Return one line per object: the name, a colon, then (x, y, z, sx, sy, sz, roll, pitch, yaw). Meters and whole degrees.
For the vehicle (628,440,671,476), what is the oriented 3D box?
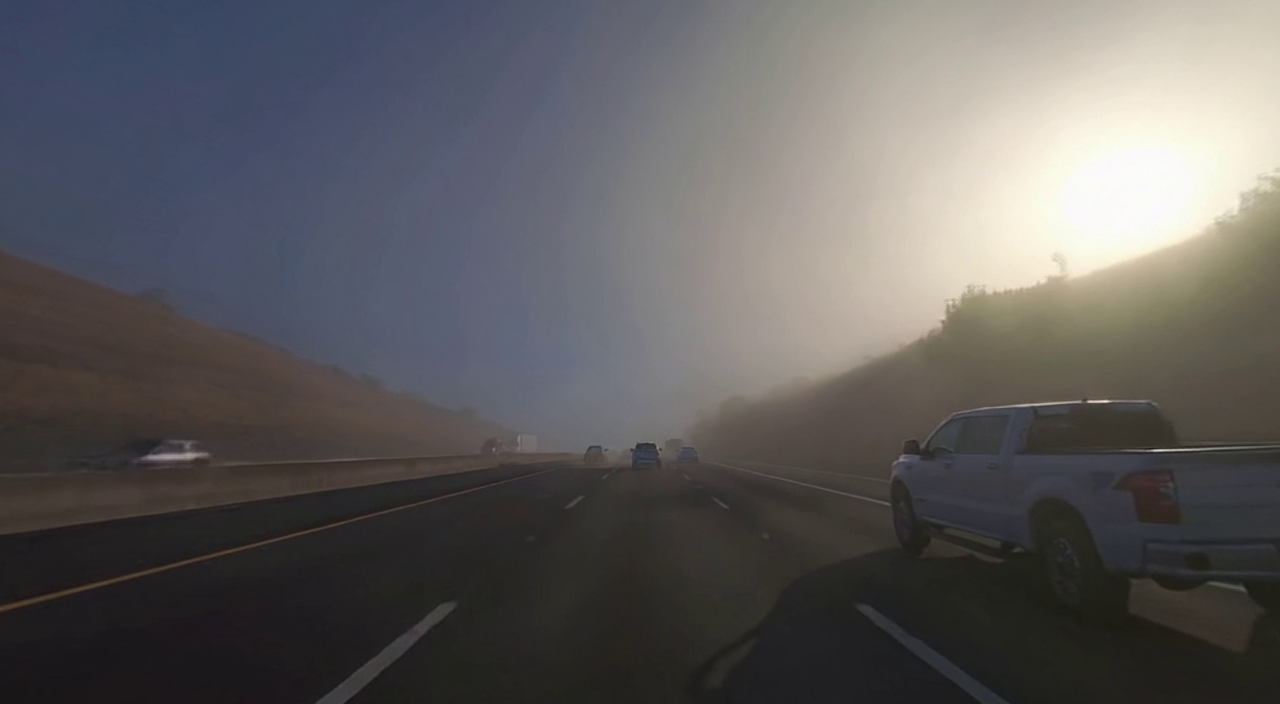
vehicle: (0.438, 5.369, 32.239, 2.086, 1.685, 4.206, 0, -8, 0)

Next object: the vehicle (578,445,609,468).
vehicle: (-3.599, 8.214, 49.853, 2.076, 1.690, 4.113, 0, -9, 1)

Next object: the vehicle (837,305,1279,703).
vehicle: (4.124, 1.189, 5.732, 2.700, 1.980, 5.866, 0, -9, -1)
